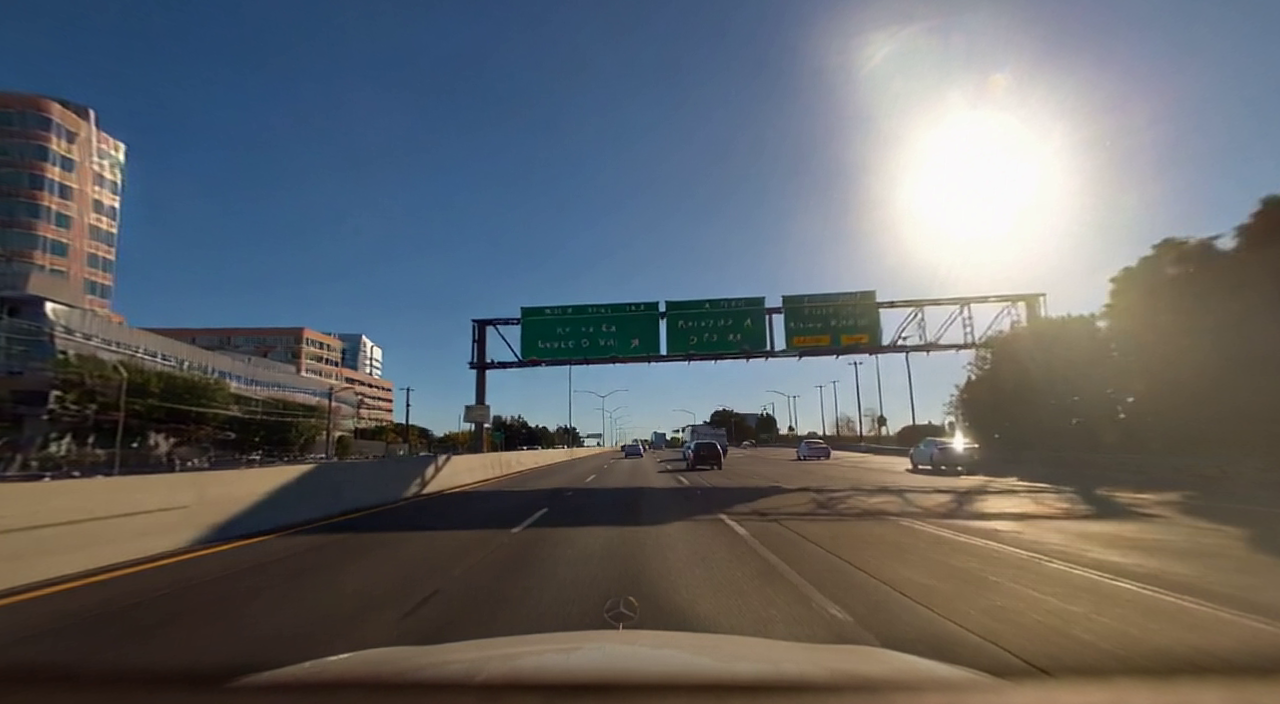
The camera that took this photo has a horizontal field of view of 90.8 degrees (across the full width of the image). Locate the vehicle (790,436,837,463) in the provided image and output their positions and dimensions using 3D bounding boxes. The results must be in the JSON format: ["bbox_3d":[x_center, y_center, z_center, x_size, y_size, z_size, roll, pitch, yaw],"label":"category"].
[{"bbox_3d":[12.323,6.966,45.249,2.070,1.782,5.006,-1,-8,2],"label":"vehicle"}]

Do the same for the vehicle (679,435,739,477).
[{"bbox_3d":[2.937,4.531,27.762,1.997,1.638,4.281,0,-8,-2],"label":"vehicle"}]

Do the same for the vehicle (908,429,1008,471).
[{"bbox_3d":[15.684,4.881,31.617,2.190,1.911,5.658,0,-8,2],"label":"vehicle"}]
